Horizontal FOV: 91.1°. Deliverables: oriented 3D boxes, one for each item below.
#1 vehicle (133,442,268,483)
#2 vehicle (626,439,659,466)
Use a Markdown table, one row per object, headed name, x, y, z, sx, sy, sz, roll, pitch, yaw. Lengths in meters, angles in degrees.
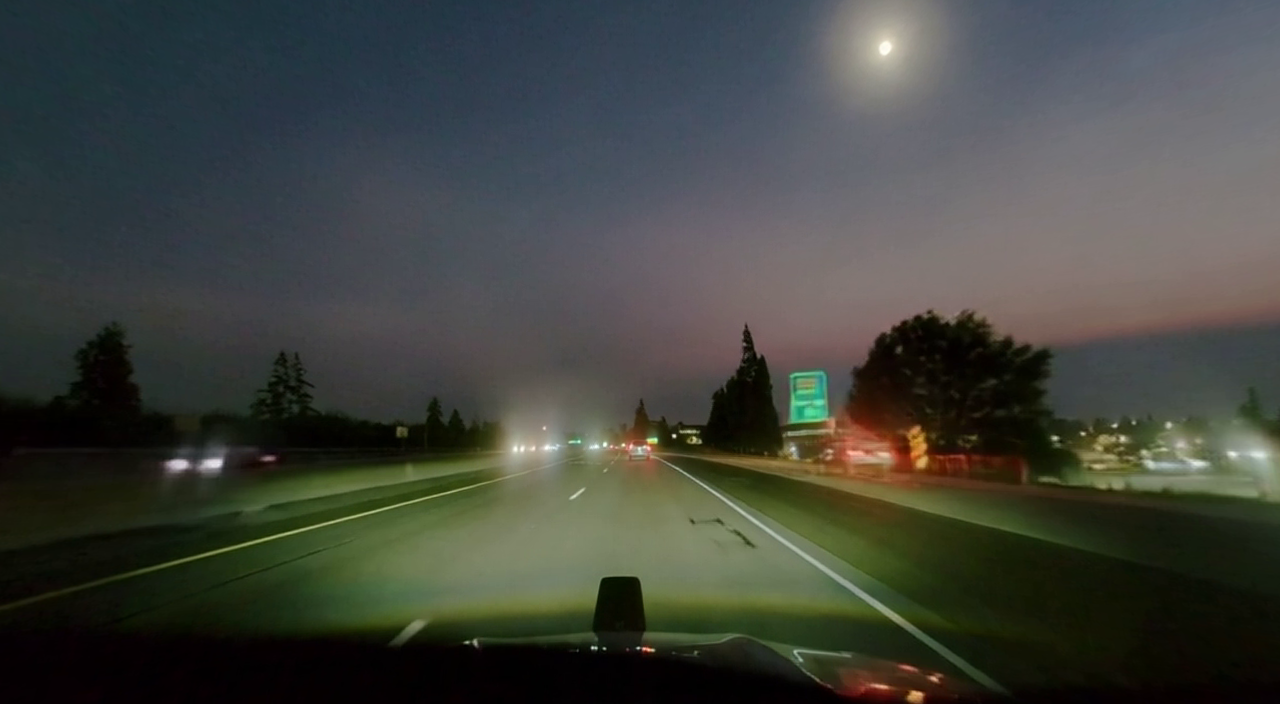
| name | x | y | z | sx | sy | sz | roll | pitch | yaw |
| --- | --- | --- | --- | --- | --- | --- | --- | --- | --- |
| vehicle | -17.389 | 4.351 | 25.183 | 1.944 | 1.469 | 4.819 | 0 | -8 | 0 |
| vehicle | 0.089 | 6.487 | 40.779 | 2.029 | 1.666 | 4.064 | 0 | -8 | -1 |
